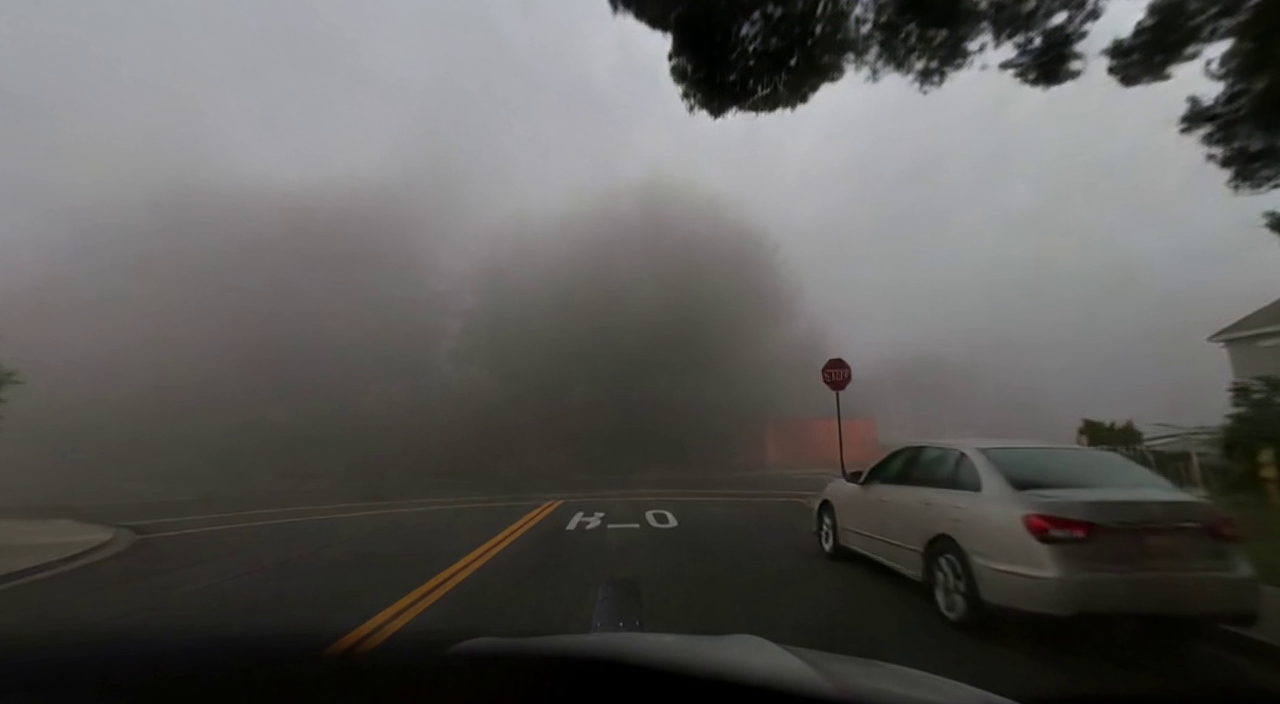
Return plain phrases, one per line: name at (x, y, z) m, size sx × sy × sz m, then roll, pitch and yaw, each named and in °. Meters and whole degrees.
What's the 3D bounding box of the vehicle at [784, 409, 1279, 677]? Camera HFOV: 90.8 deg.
vehicle at (3.031, 1.416, 5.909) m, size 2.167 × 1.479 × 4.597 m, roll 0°, pitch -9°, yaw -1°
